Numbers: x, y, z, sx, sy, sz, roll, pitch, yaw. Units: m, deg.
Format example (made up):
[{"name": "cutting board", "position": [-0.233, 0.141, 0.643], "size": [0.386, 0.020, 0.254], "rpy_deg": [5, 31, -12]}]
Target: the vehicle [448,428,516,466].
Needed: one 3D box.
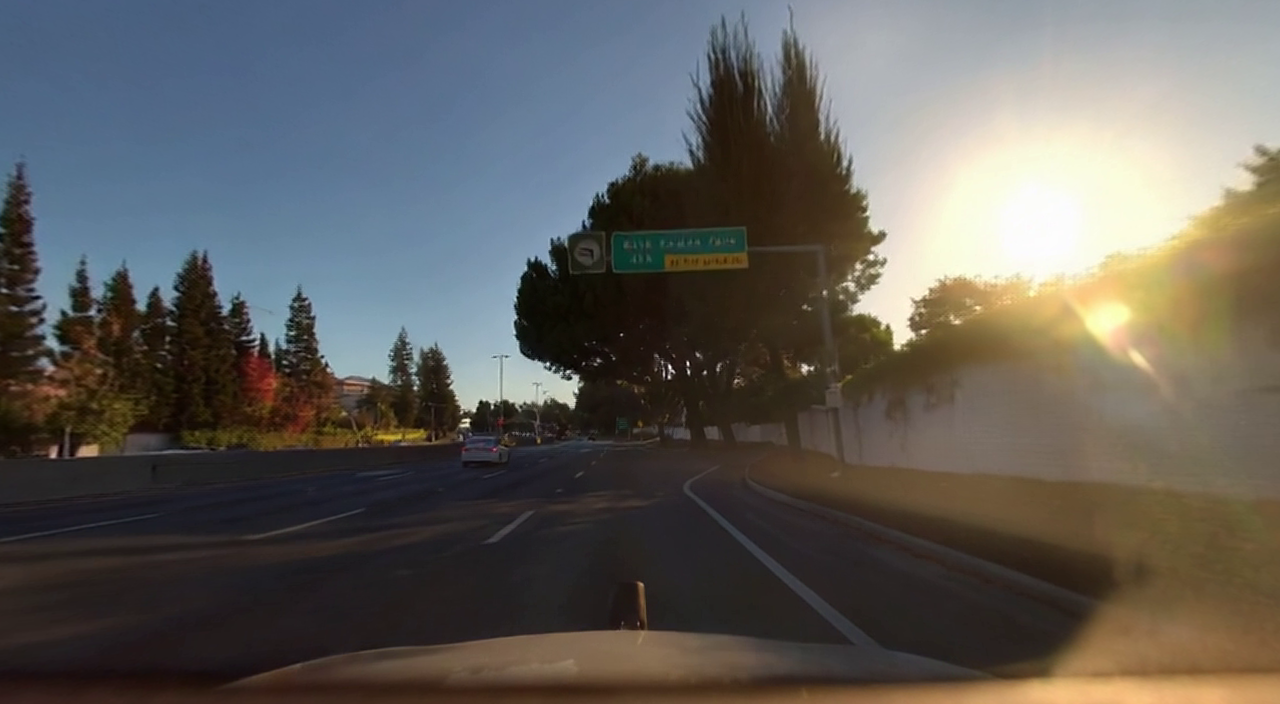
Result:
[{"name": "vehicle", "position": [-7.688, 4.695, 31.307], "size": [2.115, 1.711, 4.722], "rpy_deg": [0, -8, 0]}]
